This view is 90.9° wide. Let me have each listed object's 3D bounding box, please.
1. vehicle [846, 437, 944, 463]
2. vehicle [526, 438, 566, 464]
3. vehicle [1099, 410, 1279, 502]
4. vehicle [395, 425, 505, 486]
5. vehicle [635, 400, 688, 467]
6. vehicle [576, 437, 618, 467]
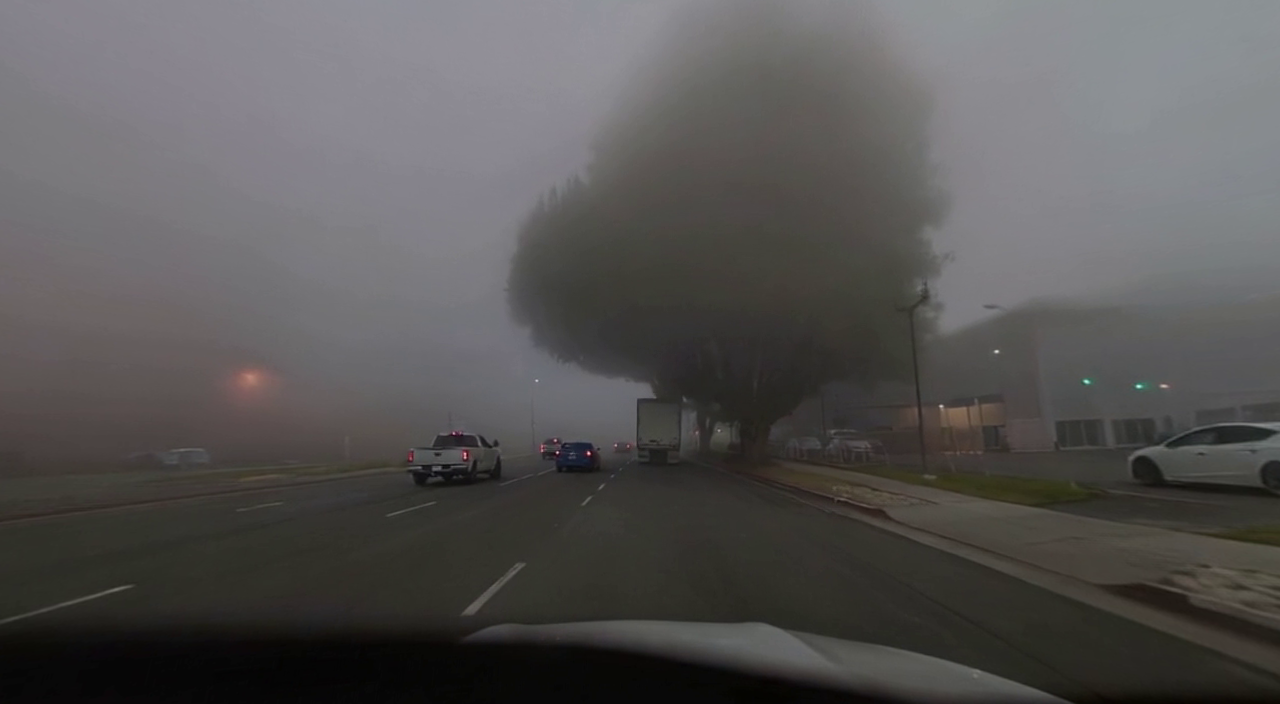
[{"bbox_3d":[14.874,5.749,36.906,4.830,1.472,2.042,0,-8,0],"label":"vehicle"},{"bbox_3d":[-6.318,6.698,42.795,1.908,1.616,4.089,0,-8,2],"label":"vehicle"},{"bbox_3d":[12.454,2.184,13.537,1.880,1.642,4.523,-1,-8,2],"label":"vehicle"},{"bbox_3d":[-6.522,3.624,22.401,2.149,1.893,5.187,0,-8,2],"label":"vehicle"},{"bbox_3d":[1.244,5.116,38.970,2.905,3.644,8.441,0,-8,1],"label":"vehicle"},{"bbox_3d":[-2.526,6.006,38.035,2.114,1.663,4.381,0,-8,2],"label":"vehicle"}]
